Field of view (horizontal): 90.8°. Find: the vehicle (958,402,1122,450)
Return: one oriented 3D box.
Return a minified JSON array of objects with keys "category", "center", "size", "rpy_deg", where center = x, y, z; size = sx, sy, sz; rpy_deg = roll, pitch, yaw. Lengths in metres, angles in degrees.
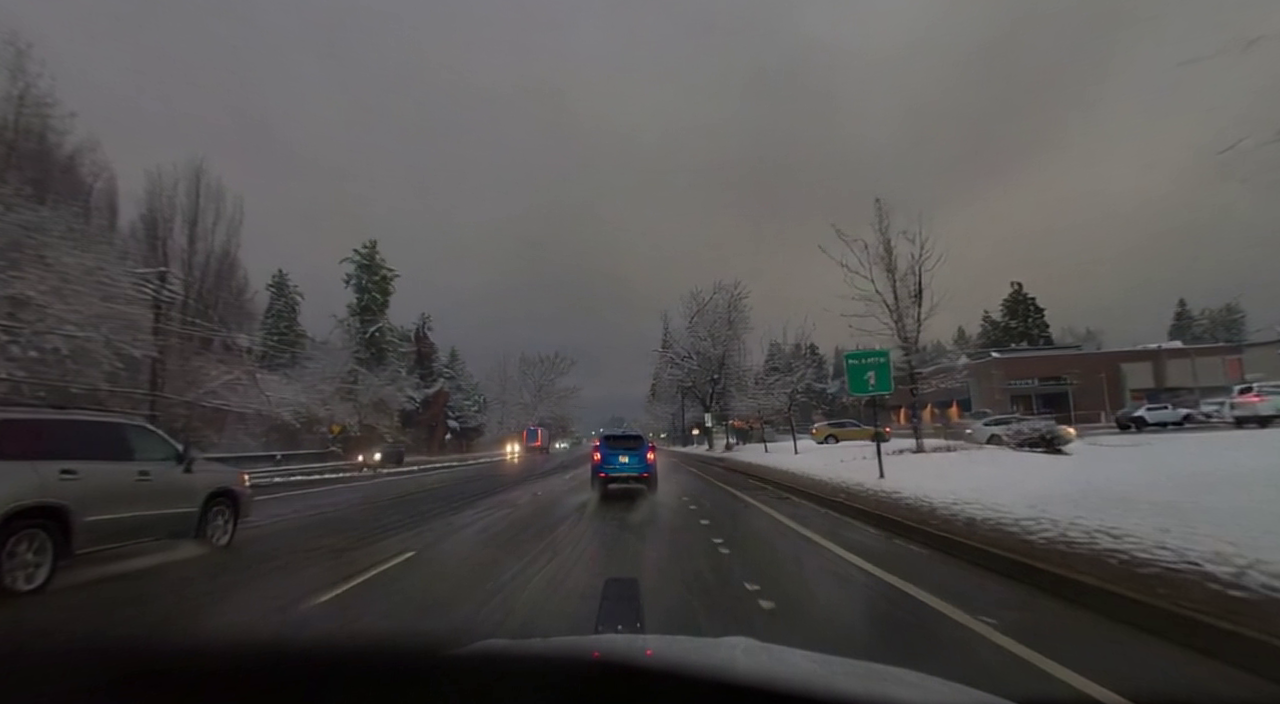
[{"category":"vehicle","center":[13.152,2.486,20.983],"size":[4.204,1.486,1.781],"rpy_deg":[0,-8,0]}]

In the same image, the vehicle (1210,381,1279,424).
[{"category":"vehicle","center":[26.948,2.247,27.608],"size":[1.895,1.576,4.434],"rpy_deg":[-5,-10,28]}]

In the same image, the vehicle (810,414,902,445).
[{"category":"vehicle","center":[13.141,4.778,38.678],"size":[4.873,1.796,1.990],"rpy_deg":[0,-8,1]}]

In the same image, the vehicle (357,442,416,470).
[{"category":"vehicle","center":[-16.688,6.828,41.807],"size":[1.956,1.753,4.621],"rpy_deg":[0,-8,1]}]

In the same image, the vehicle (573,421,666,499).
[{"category":"vehicle","center":[-0.490,2.795,16.686],"size":[2.131,1.761,4.242],"rpy_deg":[0,-8,-1]}]

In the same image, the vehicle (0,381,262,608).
[{"category":"vehicle","center":[-6.332,1.359,6.510],"size":[2.178,1.819,4.530],"rpy_deg":[0,-8,-2]}]
